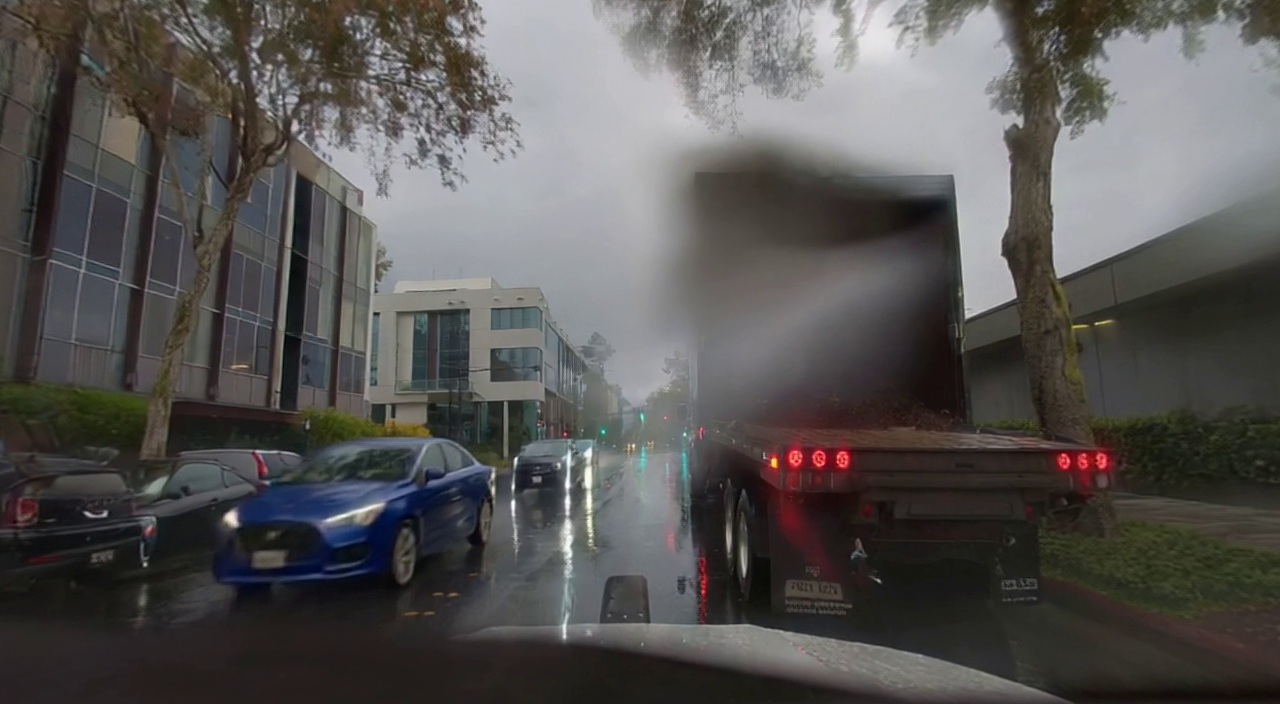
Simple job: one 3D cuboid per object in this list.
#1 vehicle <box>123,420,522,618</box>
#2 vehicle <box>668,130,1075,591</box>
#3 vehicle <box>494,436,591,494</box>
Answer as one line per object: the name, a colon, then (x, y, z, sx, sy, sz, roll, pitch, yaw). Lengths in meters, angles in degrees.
vehicle: (-2.995, 1.655, 7.294, 2.183, 1.563, 4.257, -1, -8, 4)
vehicle: (2.520, 0.819, 11.317, 3.320, 4.034, 11.553, -1, -8, 6)
vehicle: (-2.942, 3.532, 20.120, 2.311, 1.631, 4.510, 0, -8, 1)
